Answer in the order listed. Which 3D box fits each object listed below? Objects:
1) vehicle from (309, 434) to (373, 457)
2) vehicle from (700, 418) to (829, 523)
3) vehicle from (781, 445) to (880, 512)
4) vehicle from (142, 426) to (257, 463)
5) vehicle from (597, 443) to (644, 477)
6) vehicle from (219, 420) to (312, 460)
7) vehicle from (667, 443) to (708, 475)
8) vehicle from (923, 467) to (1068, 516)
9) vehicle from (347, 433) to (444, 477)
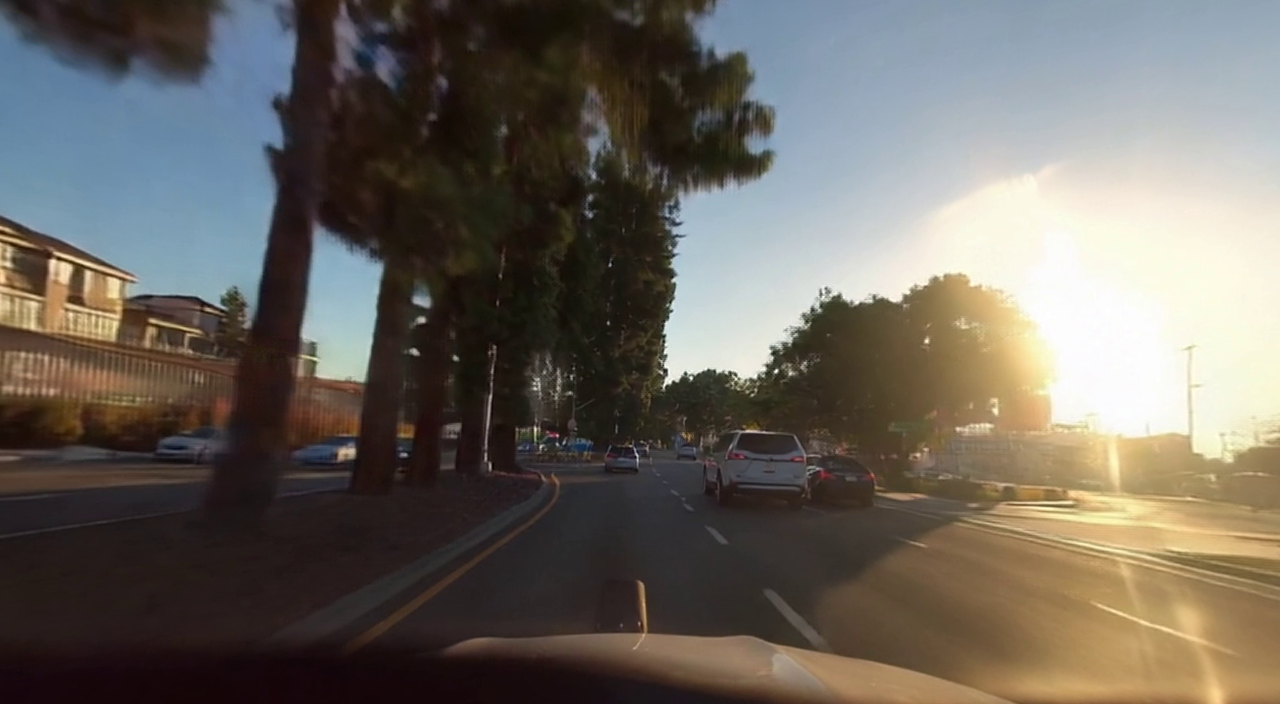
[{"bbox_3d":[-19.503,6.171,41.454,1.913,1.417,4.592,0,-9,0],"label":"vehicle"},{"bbox_3d":[2.742,2.730,14.975,2.035,1.940,4.299,5,-9,-1],"label":"vehicle"},{"bbox_3d":[6.266,4.155,21.304,1.913,1.777,4.269,7,-9,1],"label":"vehicle"},{"bbox_3d":[-19.269,4.110,27.945,1.877,1.446,4.593,0,-9,-1],"label":"vehicle"},{"bbox_3d":[-0.888,5.129,30.176,2.119,1.460,3.847,0,-9,-1],"label":"vehicle"},{"bbox_3d":[-19.483,4.659,33.181,2.056,1.899,4.803,0,-9,-3],"label":"vehicle"},{"bbox_3d":[2.676,6.213,36.867,1.922,1.708,4.126,0,-9,-2],"label":"vehicle"},{"bbox_3d":[14.200,5.585,25.531,4.545,1.770,2.057,-2,-9,9],"label":"vehicle"},{"bbox_3d":[-8.803,3.762,23.206,1.861,1.456,4.303,1,-9,-1],"label":"vehicle"}]
